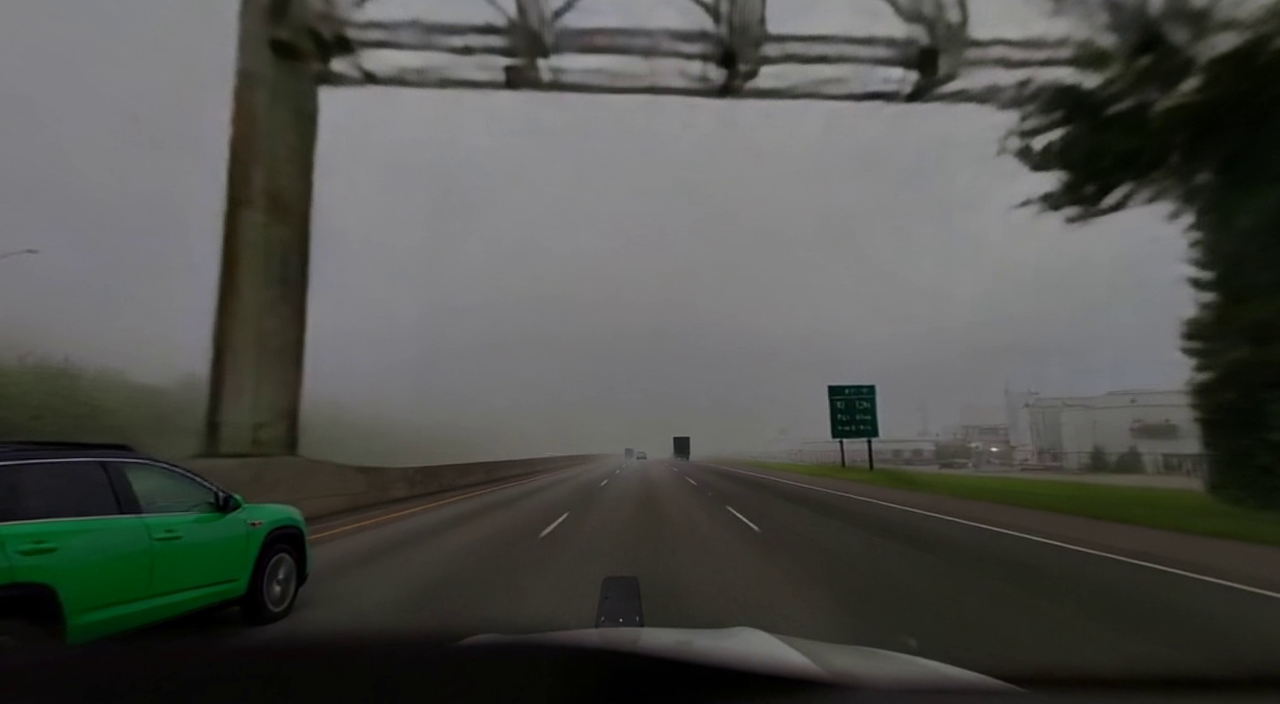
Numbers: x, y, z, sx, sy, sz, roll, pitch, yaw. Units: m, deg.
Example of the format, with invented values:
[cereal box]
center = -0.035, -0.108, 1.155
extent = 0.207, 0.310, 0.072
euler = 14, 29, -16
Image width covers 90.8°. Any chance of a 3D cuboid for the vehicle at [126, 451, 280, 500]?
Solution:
[vehicle]
center = -15.125, 4.272, 22.279
extent = 1.955, 1.497, 4.830
euler = 0, -9, 0
